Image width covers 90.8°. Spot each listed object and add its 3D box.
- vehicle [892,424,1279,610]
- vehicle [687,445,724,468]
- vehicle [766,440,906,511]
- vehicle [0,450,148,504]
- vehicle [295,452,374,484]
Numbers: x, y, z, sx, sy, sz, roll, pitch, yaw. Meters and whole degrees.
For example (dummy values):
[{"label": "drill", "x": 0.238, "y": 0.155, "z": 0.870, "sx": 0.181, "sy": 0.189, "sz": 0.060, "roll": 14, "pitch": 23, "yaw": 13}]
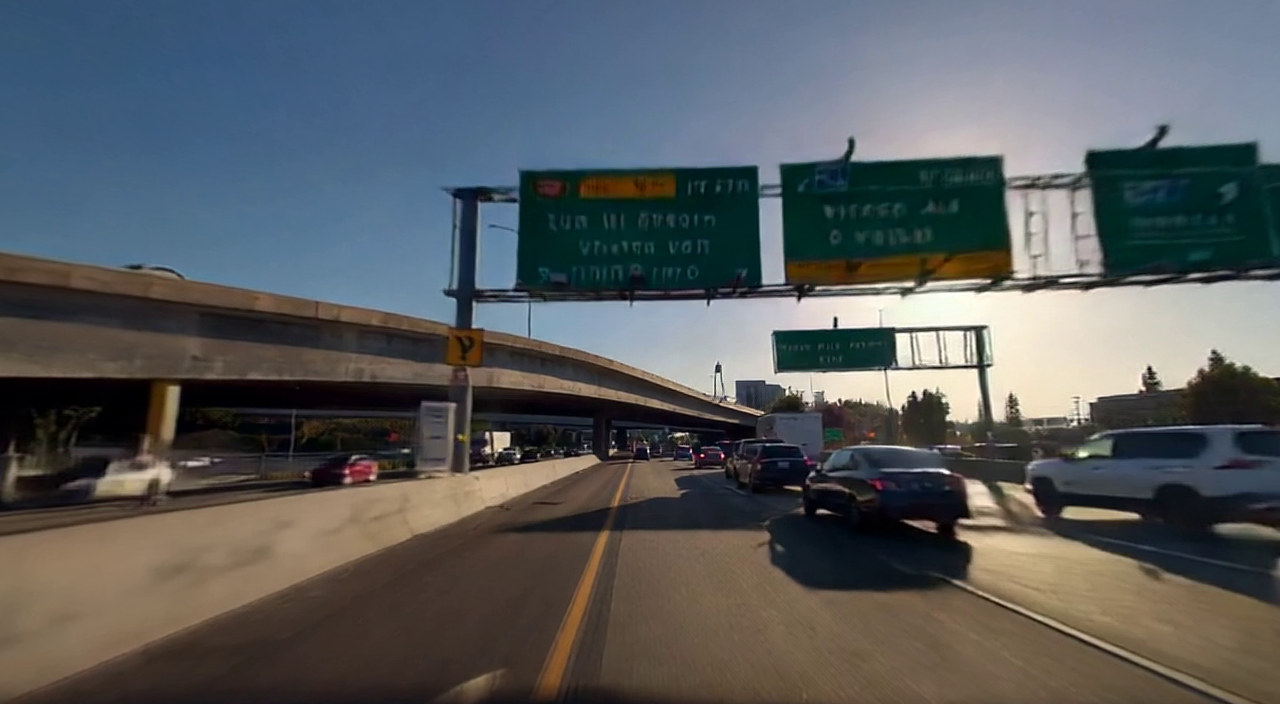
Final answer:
[{"label": "vehicle", "x": 5.081, "y": 1.721, "z": 7.698, "sx": 1.915, "sy": 1.512, "sz": 4.812, "roll": 0, "pitch": -8, "yaw": -1}, {"label": "vehicle", "x": 4.422, "y": 7.163, "z": 43.439, "sx": 1.971, "sy": 1.453, "sz": 4.414, "roll": 0, "pitch": -8, "yaw": -2}, {"label": "vehicle", "x": 4.647, "y": 2.977, "z": 15.789, "sx": 1.927, "sy": 1.489, "sz": 4.478, "roll": 0, "pitch": -8, "yaw": -2}, {"label": "vehicle", "x": -21.283, "y": 4.575, "z": 23.569, "sx": 1.922, "sy": 1.747, "sz": 4.705, "roll": 0, "pitch": -8, "yaw": 1}, {"label": "vehicle", "x": -15.945, "y": 6.064, "z": 33.258, "sx": 1.955, "sy": 1.474, "sz": 4.489, "roll": 0, "pitch": -8, "yaw": 0}]
